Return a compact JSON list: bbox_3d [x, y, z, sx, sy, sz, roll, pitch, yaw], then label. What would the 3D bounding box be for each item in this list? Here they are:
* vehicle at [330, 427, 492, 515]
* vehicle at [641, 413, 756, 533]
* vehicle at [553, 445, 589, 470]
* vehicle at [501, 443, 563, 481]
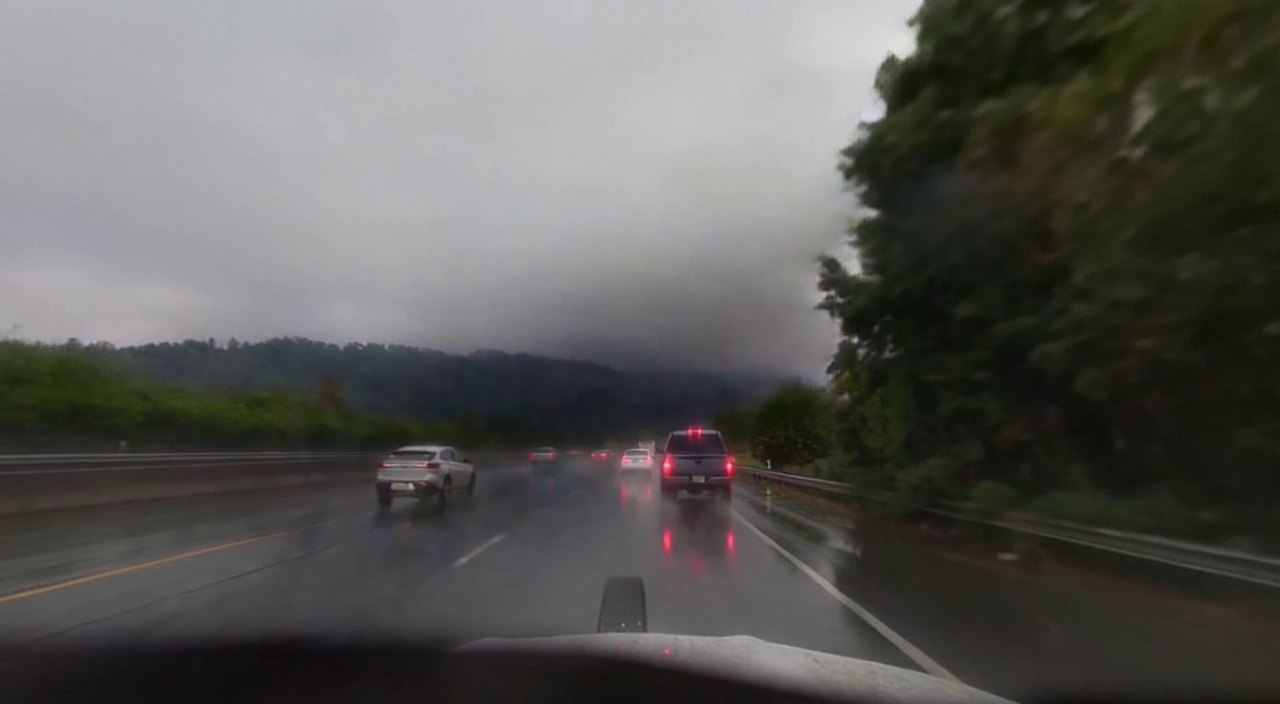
[{"bbox_3d":[-4.840,2.584,14.087,1.934,1.642,4.201,0,-9,1],"label":"vehicle"},{"bbox_3d":[0.942,2.254,12.220,1.825,1.920,3.960,0,-9,0],"label":"vehicle"},{"bbox_3d":[-4.523,6.988,42.001,1.855,1.527,4.209,0,-9,1],"label":"vehicle"},{"bbox_3d":[-4.518,4.665,26.935,1.867,1.489,3.829,0,-9,1],"label":"vehicle"}]
